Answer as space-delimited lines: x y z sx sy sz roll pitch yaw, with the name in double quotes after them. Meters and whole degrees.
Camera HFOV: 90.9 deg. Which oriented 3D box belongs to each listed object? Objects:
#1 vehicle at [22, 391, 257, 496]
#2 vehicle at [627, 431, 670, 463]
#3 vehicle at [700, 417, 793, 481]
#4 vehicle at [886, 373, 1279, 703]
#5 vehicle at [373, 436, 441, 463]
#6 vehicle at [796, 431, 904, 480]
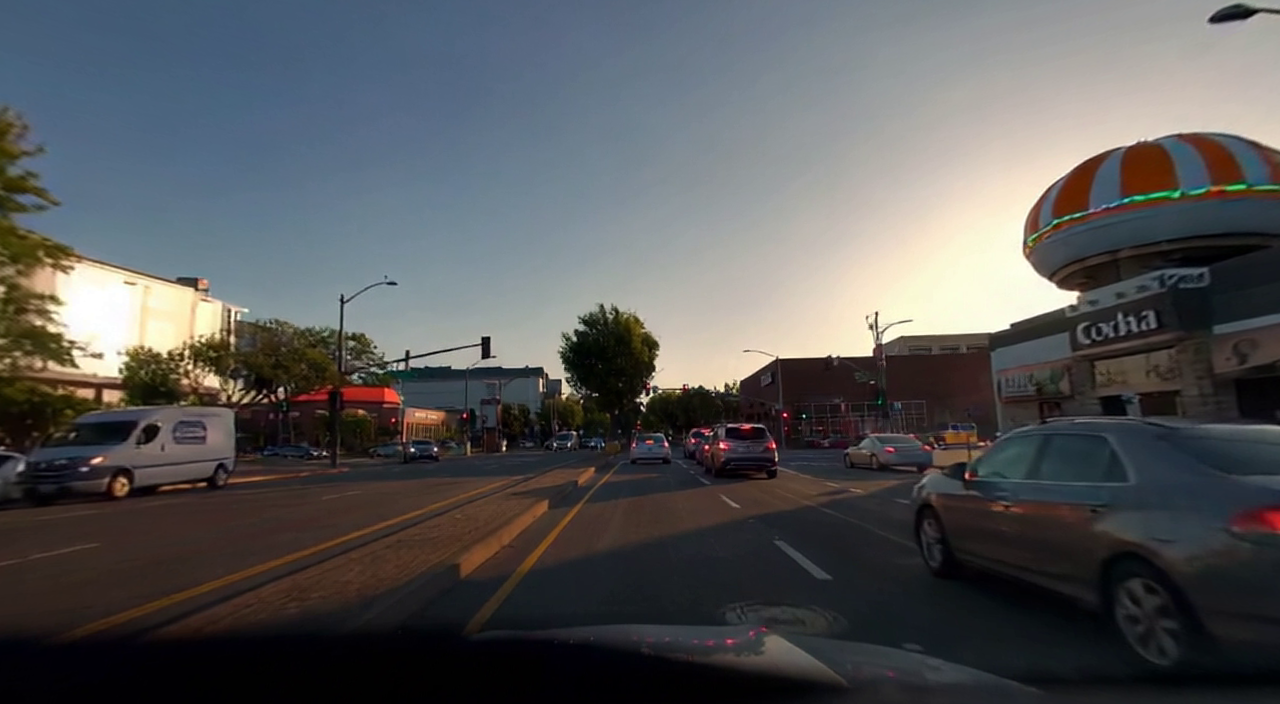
-15.298 2.880 19.989 2.371 2.799 5.978 0 -8 1 "vehicle"
0.359 4.834 32.221 2.073 1.496 3.892 0 -8 -1 "vehicle"
3.221 3.077 20.207 2.038 1.787 4.946 0 -8 -1 "vehicle"
3.505 1.083 4.198 1.932 1.517 4.430 0 -8 0 "vehicle"
-16.004 6.629 43.181 4.554 1.751 2.106 -6 -10 36 "vehicle"
6.918 3.448 21.362 2.059 1.458 4.395 0 -8 -1 "vehicle"
